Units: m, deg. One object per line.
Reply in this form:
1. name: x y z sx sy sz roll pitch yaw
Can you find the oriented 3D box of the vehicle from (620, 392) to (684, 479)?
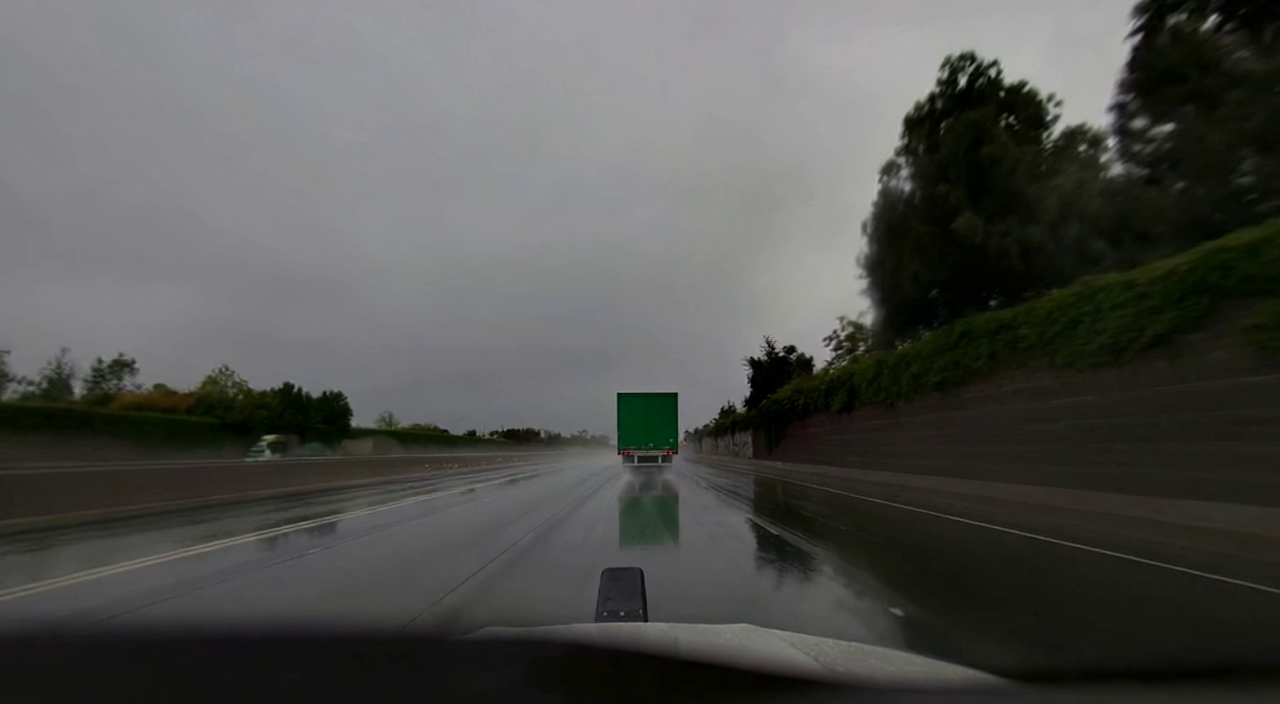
1. vehicle: 0.377 4.625 33.915 2.900 3.955 10.151 0 -9 -2
